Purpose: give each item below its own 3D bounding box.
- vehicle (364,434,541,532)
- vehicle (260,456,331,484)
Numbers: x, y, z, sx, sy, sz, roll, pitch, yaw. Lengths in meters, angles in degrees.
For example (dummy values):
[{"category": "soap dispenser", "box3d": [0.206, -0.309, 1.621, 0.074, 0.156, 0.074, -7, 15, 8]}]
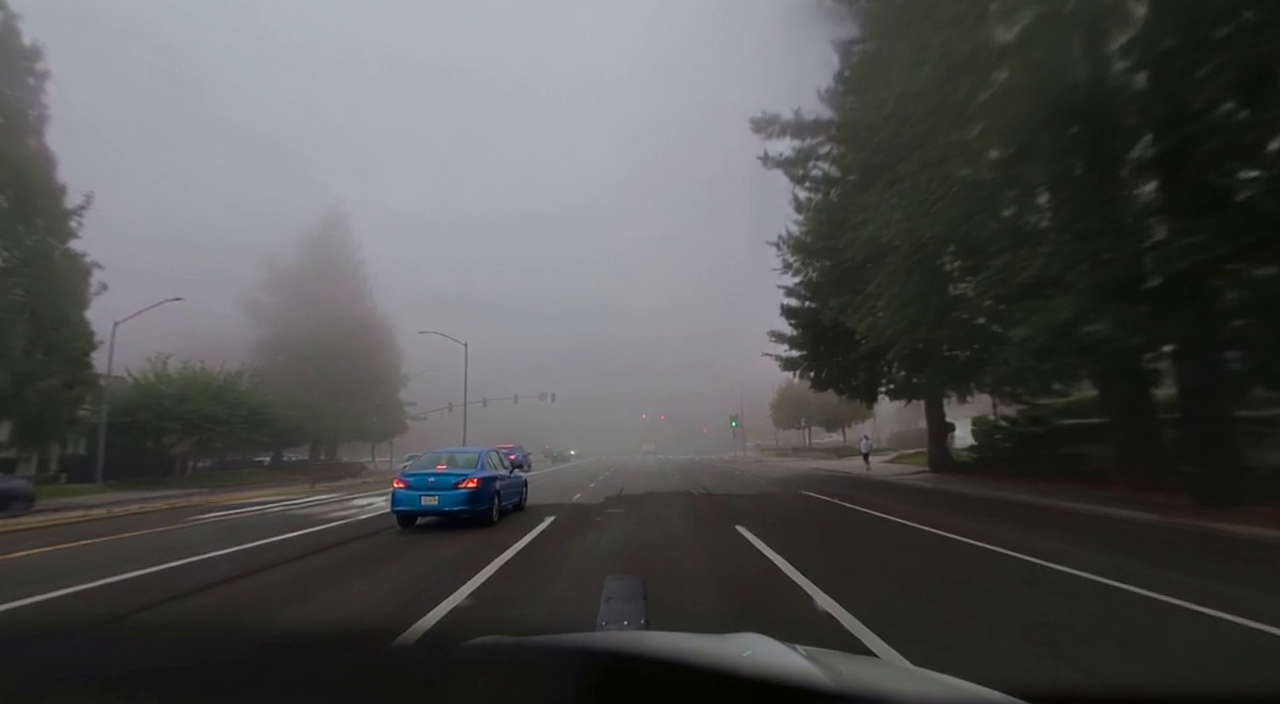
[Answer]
[{"category": "vehicle", "box3d": [-3.237, 2.353, 11.951, 1.924, 1.480, 4.421, 0, -9, 1]}, {"category": "vehicle", "box3d": [-21.833, 7.468, 40.170, 1.982, 1.656, 4.316, 0, -9, 1]}]
